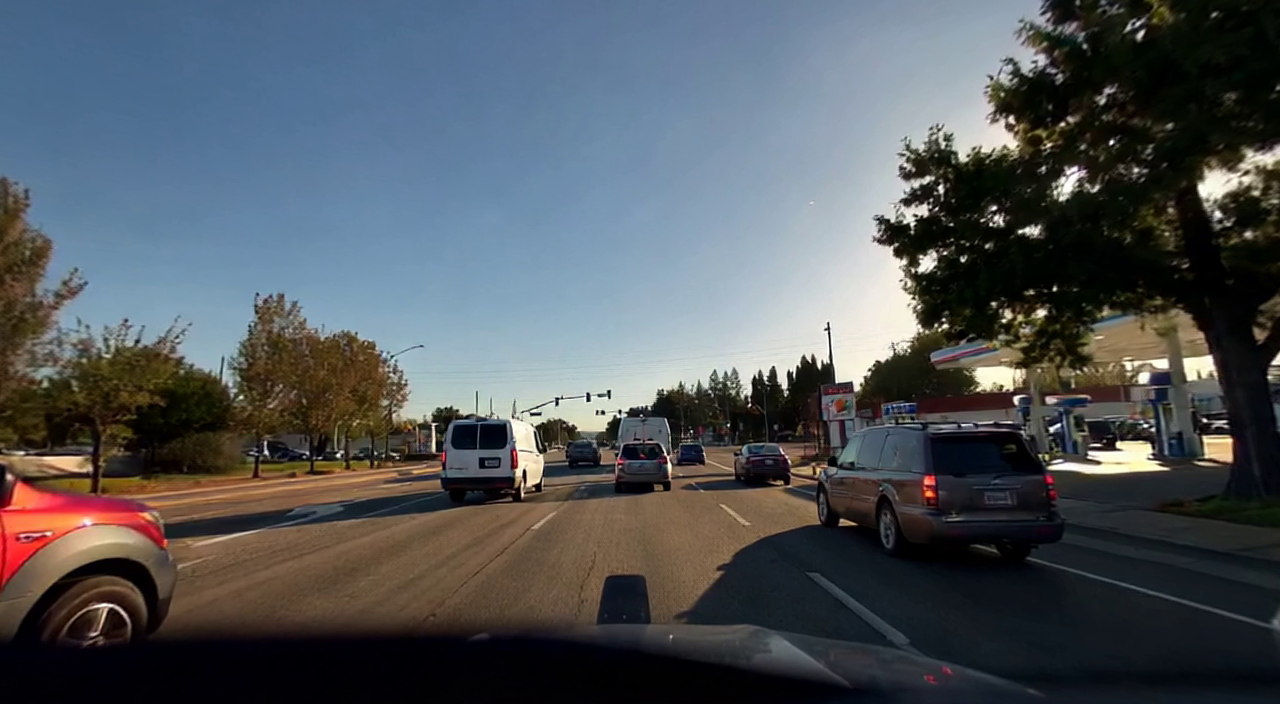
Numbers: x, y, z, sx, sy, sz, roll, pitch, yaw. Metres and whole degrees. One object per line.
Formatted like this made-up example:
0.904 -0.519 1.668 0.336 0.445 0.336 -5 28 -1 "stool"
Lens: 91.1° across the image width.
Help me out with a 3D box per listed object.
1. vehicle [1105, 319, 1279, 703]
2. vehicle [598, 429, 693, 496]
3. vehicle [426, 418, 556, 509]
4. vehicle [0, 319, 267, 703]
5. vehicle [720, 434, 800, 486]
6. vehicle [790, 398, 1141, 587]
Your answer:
3.338 0.515 0.436 2.132 1.775 5.046 0 -8 0 "vehicle"
0.094 3.263 18.996 2.426 1.703 5.602 0 -8 -1 "vehicle"
-3.511 2.748 15.938 2.025 1.936 4.995 0 -8 0 "vehicle"
-3.488 0.606 1.435 2.002 1.747 5.173 0 -8 1 "vehicle"
4.280 3.924 23.156 2.119 1.696 4.623 0 -8 1 "vehicle"
3.679 1.689 8.433 2.055 1.786 4.817 0 -8 -1 "vehicle"
